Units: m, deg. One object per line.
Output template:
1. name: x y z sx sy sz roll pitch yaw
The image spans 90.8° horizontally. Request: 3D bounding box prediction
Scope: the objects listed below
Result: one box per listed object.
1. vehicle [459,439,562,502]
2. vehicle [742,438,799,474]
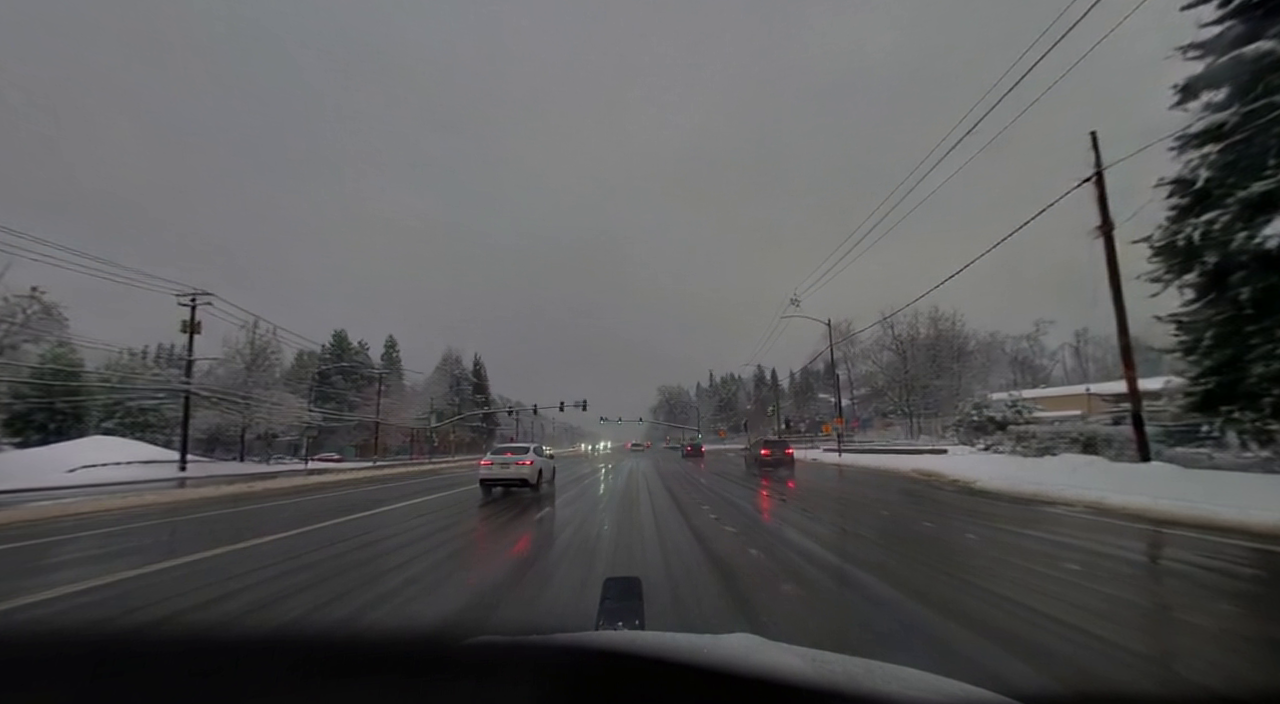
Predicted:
1. vehicle: -3.318 3.116 17.075 1.837 1.463 4.311 0 -8 0
2. vehicle: 6.613 5.303 32.440 1.945 1.706 4.190 0 -8 -1
